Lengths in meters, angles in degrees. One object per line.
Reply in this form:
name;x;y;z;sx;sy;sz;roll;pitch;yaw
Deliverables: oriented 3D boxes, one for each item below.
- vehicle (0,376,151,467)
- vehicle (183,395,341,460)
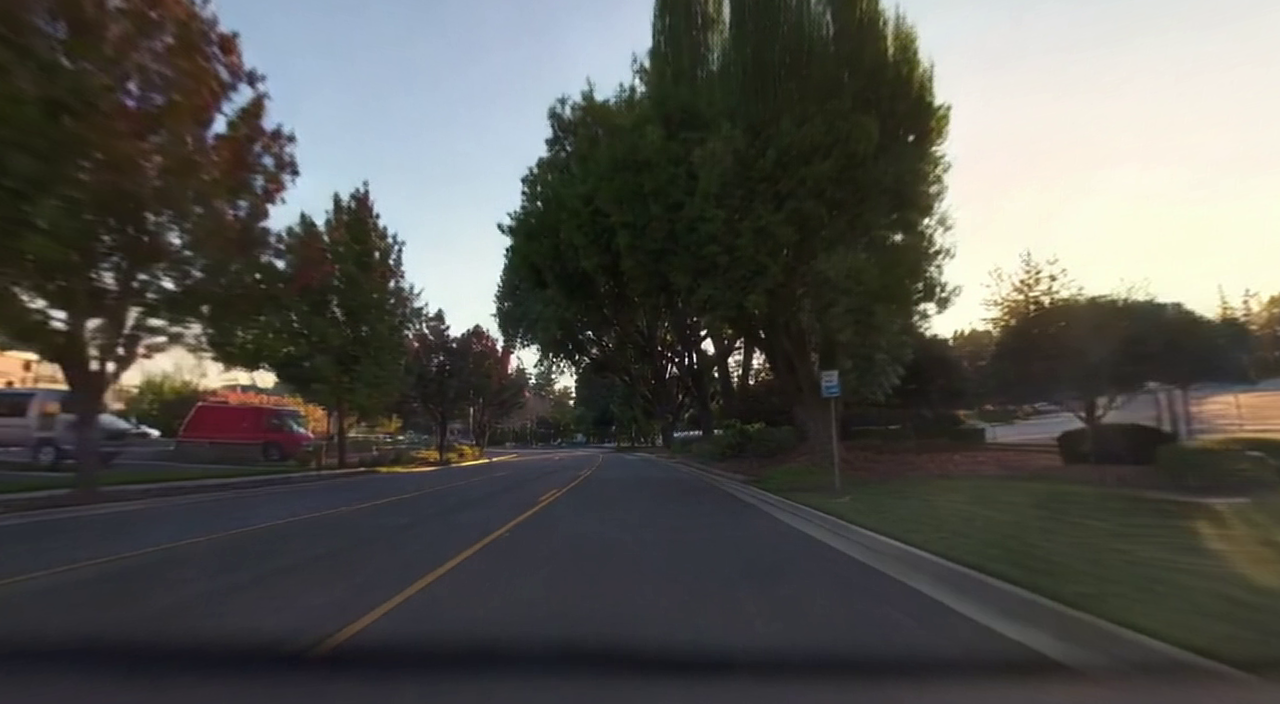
vehicle;-19.544;2.160;19.267;6.919;2.613;2.356;1;-9;-4
vehicle;-19.777;4.025;33.369;6.595;3.267;2.535;0;-9;0
